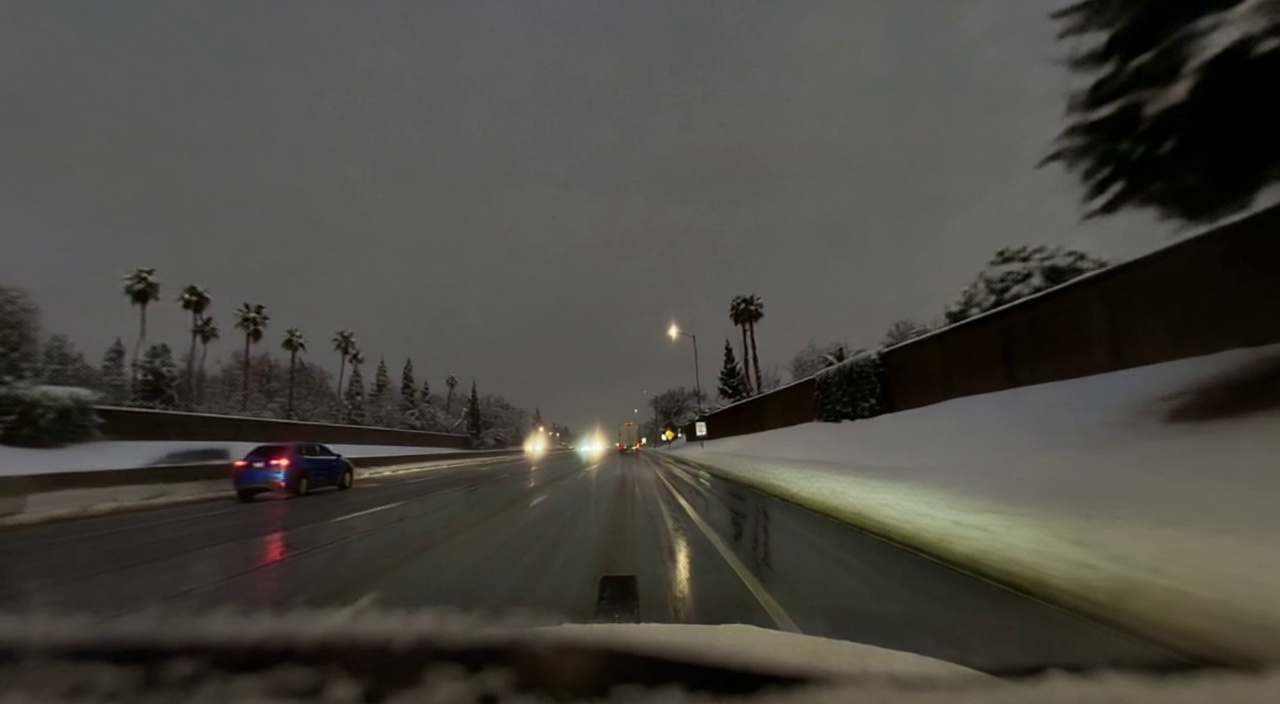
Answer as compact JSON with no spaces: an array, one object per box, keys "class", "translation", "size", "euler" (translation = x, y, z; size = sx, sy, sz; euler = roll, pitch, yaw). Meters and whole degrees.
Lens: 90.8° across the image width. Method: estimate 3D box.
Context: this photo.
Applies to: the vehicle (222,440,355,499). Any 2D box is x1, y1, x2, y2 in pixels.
[{"class":"vehicle","translation":[-11.013,3.665,20.178],"size":[1.897,1.653,4.113],"euler":[0,-8,-1]}]
